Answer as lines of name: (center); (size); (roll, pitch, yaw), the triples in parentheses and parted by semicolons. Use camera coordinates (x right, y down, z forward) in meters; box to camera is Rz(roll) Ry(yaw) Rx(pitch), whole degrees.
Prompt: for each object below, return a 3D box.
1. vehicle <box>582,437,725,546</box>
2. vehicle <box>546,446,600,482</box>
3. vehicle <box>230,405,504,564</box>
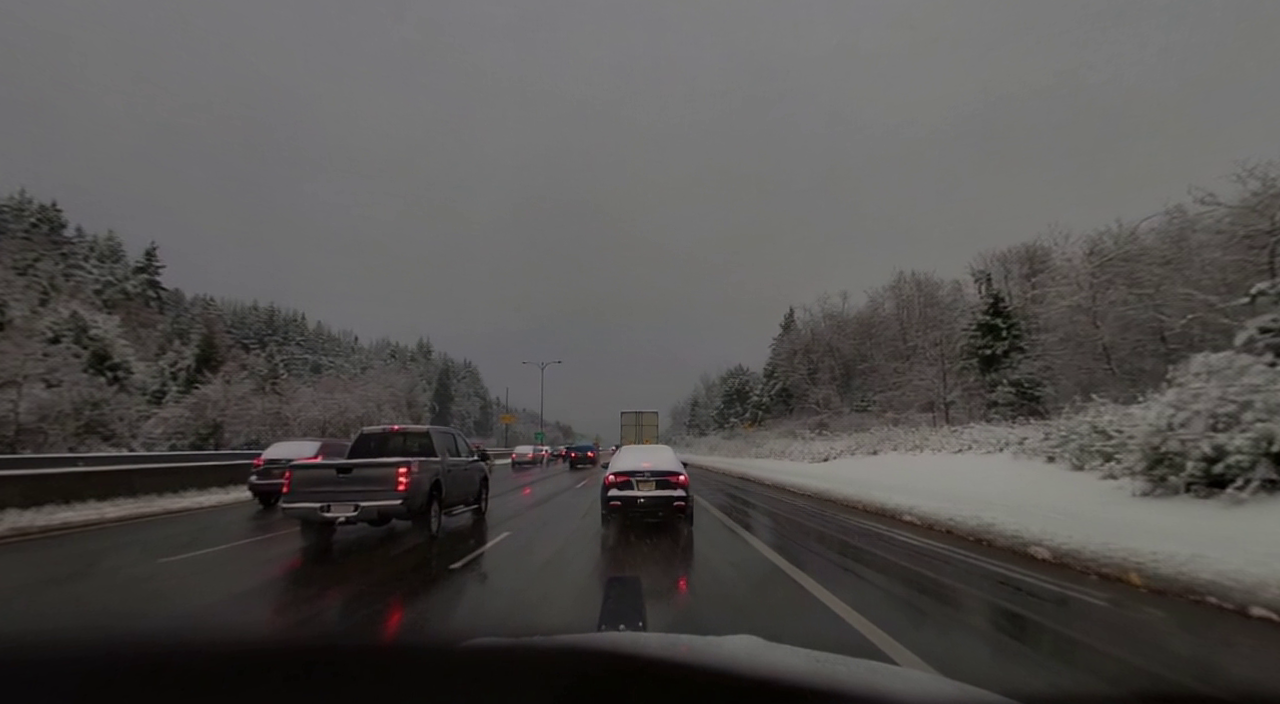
vehicle: (0.177, 2.233, 10.595); (1.995, 1.495, 3.380); (0, -9, 0)
vehicle: (-2.867, 4.930, 27.882); (1.998, 1.466, 3.684); (0, -9, 0)
vehicle: (-3.689, 1.917, 9.753); (2.051, 1.829, 4.736); (0, -9, 1)
